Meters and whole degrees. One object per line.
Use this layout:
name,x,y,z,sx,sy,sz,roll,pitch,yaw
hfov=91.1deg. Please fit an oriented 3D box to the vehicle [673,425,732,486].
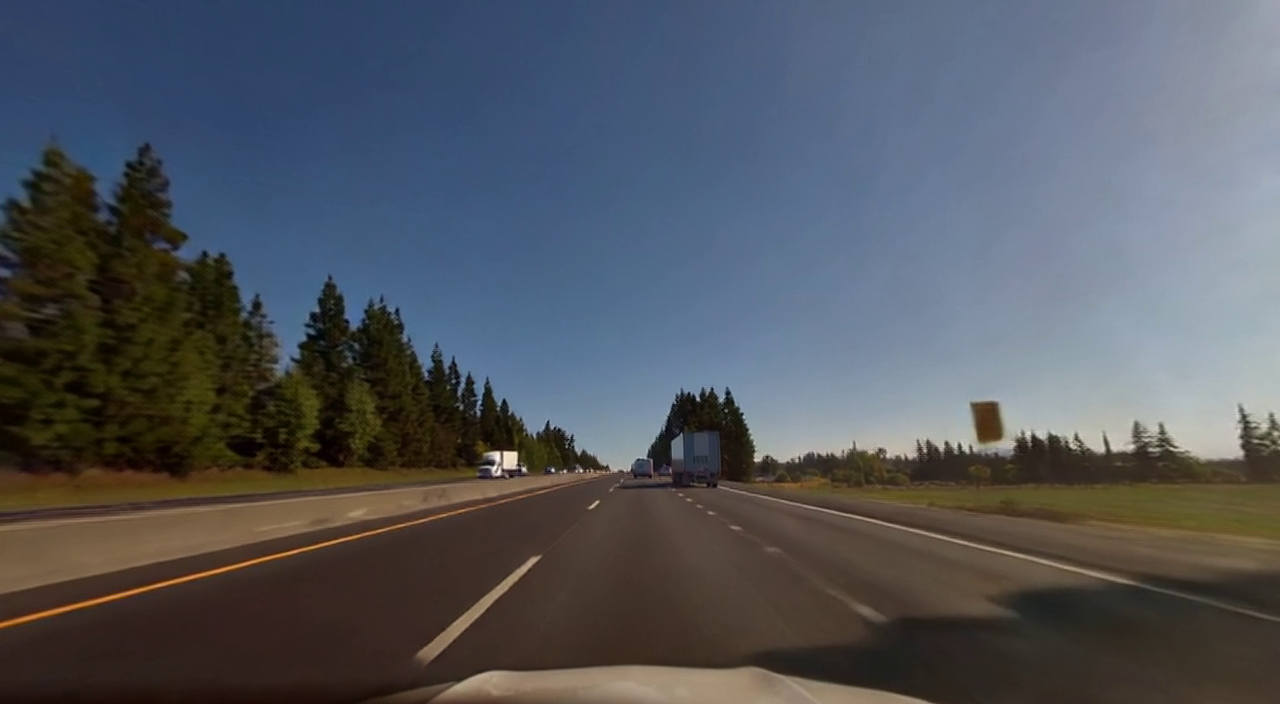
vehicle,4.527,8.147,48.906,3.139,3.999,13.840,1,-10,0
